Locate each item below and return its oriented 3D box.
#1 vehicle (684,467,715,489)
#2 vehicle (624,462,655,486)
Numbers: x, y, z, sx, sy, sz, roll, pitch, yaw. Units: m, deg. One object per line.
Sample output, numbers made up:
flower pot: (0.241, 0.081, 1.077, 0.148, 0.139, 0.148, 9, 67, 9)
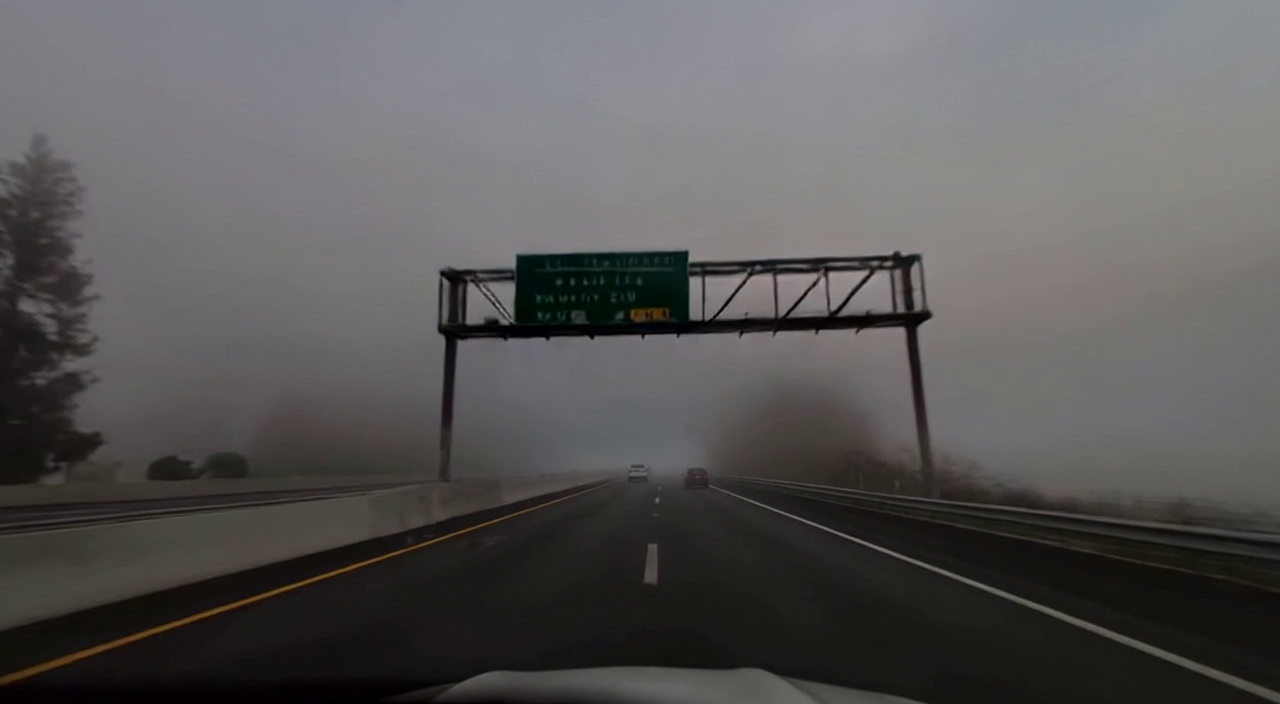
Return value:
vehicle: (4.268, 9.172, 46.028, 1.937, 1.467, 4.061, 1, -10, 1)
vehicle: (0.008, 9.517, 49.278, 2.160, 1.721, 4.368, 0, -10, 3)
